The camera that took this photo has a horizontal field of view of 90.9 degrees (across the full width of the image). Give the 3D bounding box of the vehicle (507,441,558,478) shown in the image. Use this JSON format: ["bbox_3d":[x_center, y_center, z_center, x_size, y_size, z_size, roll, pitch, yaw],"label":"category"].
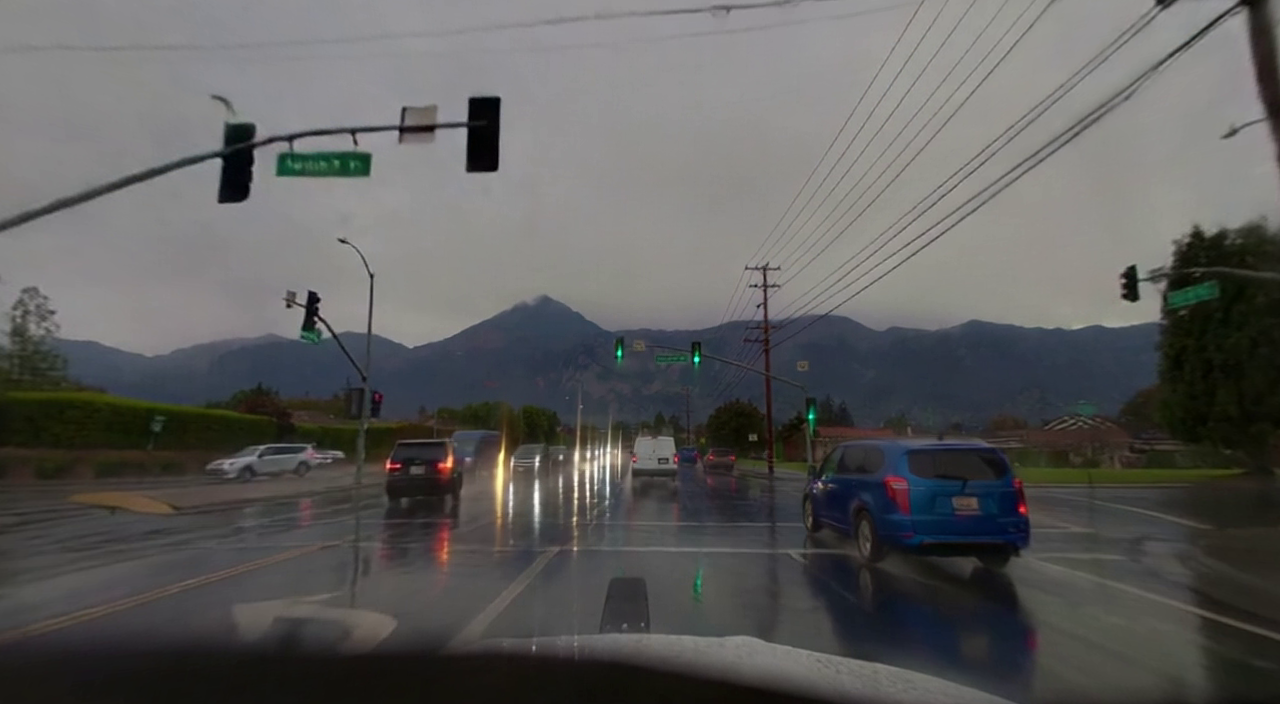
[{"bbox_3d":[-5.727,5.765,34.098,1.983,1.801,4.391,0,-8,0],"label":"vehicle"}]

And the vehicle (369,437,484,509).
[{"bbox_3d":[-6.157,3.324,17.869,2.059,1.749,4.458,5,-10,-31],"label":"vehicle"}]

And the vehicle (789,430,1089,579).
[{"bbox_3d":[3.923,2.065,9.493,2.155,1.658,4.721,0,-8,0],"label":"vehicle"}]

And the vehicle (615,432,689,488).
[{"bbox_3d":[0.453,4.251,25.158,2.636,2.011,5.130,0,-8,0],"label":"vehicle"}]

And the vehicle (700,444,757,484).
[{"bbox_3d":[3.915,5.023,28.638,1.957,1.646,4.355,0,-8,0],"label":"vehicle"}]

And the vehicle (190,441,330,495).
[{"bbox_3d":[-14.313,4.326,23.785,4.530,1.864,1.999,-3,-9,20],"label":"vehicle"}]
